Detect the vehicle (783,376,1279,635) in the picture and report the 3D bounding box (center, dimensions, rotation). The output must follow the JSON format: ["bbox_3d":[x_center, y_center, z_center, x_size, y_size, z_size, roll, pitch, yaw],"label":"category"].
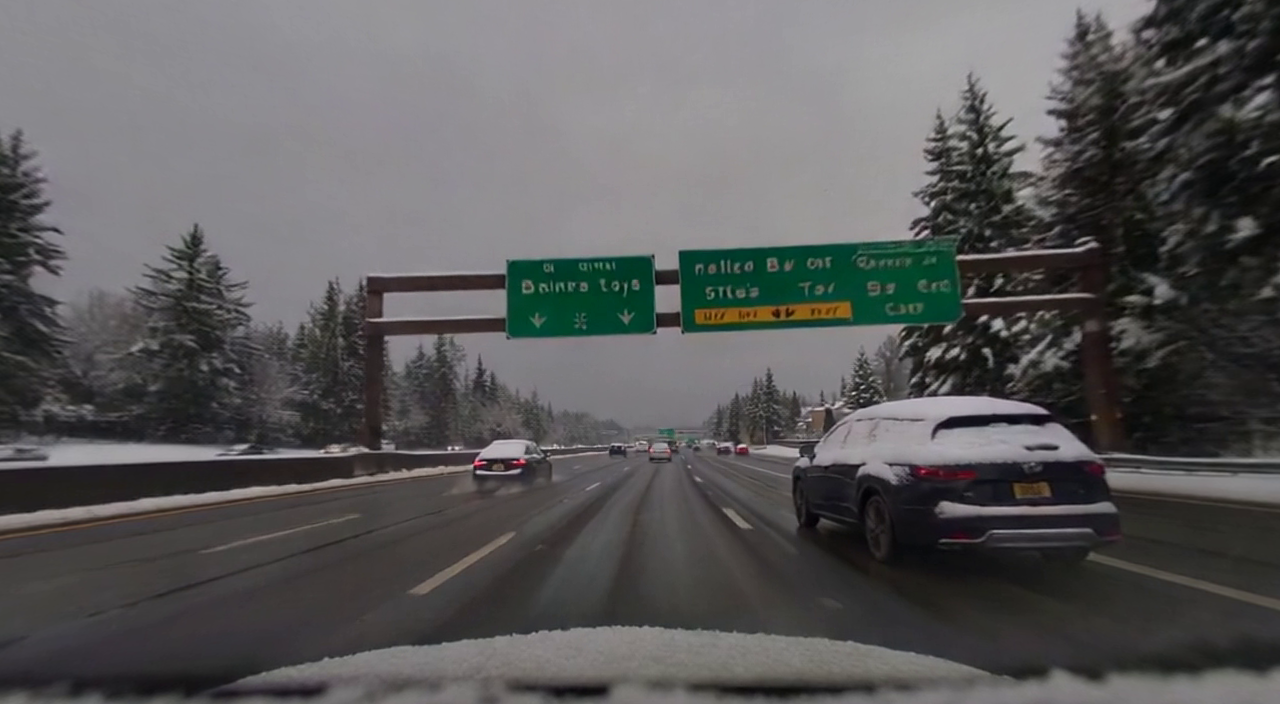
[{"bbox_3d":[3.479,1.480,7.192,2.463,1.851,5.122,0,-9,-1],"label":"vehicle"}]

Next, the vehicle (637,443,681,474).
[{"bbox_3d":[1.017,5.565,33.228,2.146,1.485,4.332,0,-9,2],"label":"vehicle"}]

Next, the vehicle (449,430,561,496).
[{"bbox_3d":[-3.793,3.216,18.657,2.260,1.706,4.177,0,-9,2],"label":"vehicle"}]
